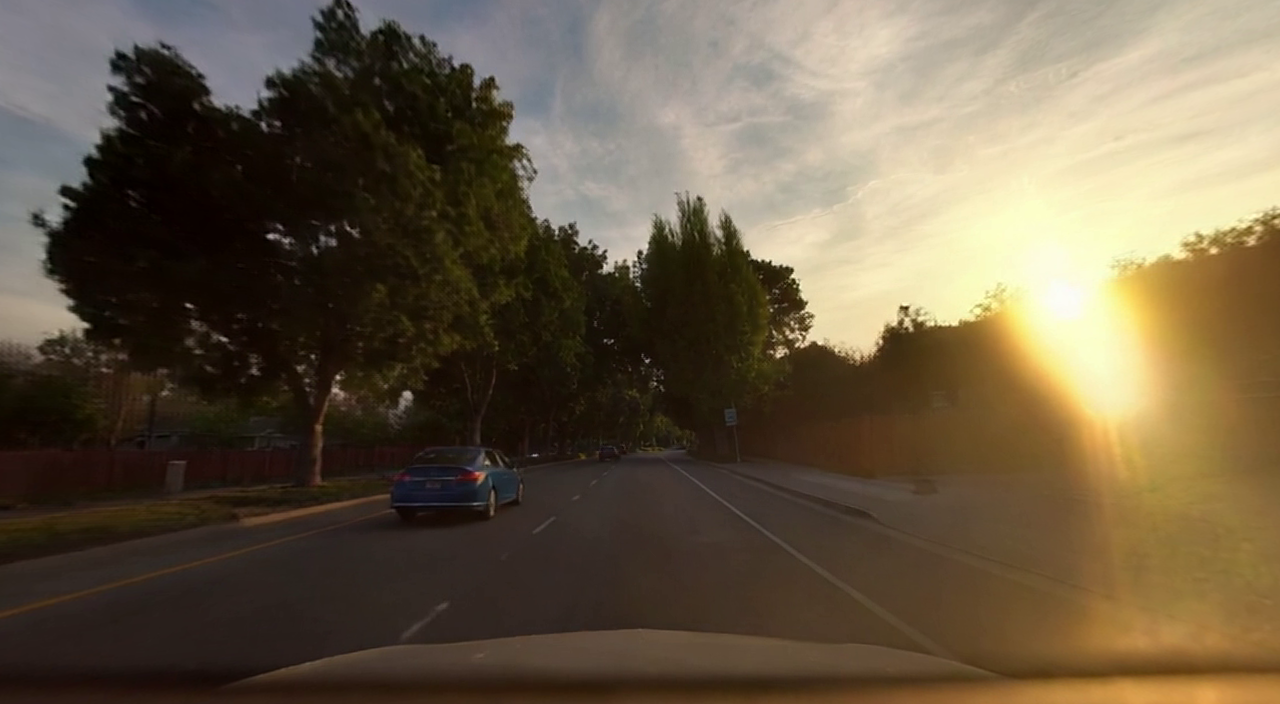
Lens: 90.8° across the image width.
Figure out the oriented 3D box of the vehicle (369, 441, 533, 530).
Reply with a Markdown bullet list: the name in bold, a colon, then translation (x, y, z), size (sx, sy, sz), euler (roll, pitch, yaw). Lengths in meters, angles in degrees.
- **vehicle**: translation (-3.444, 2.507, 12.497), size (1.870, 1.431, 4.317), euler (0, -8, 1)
